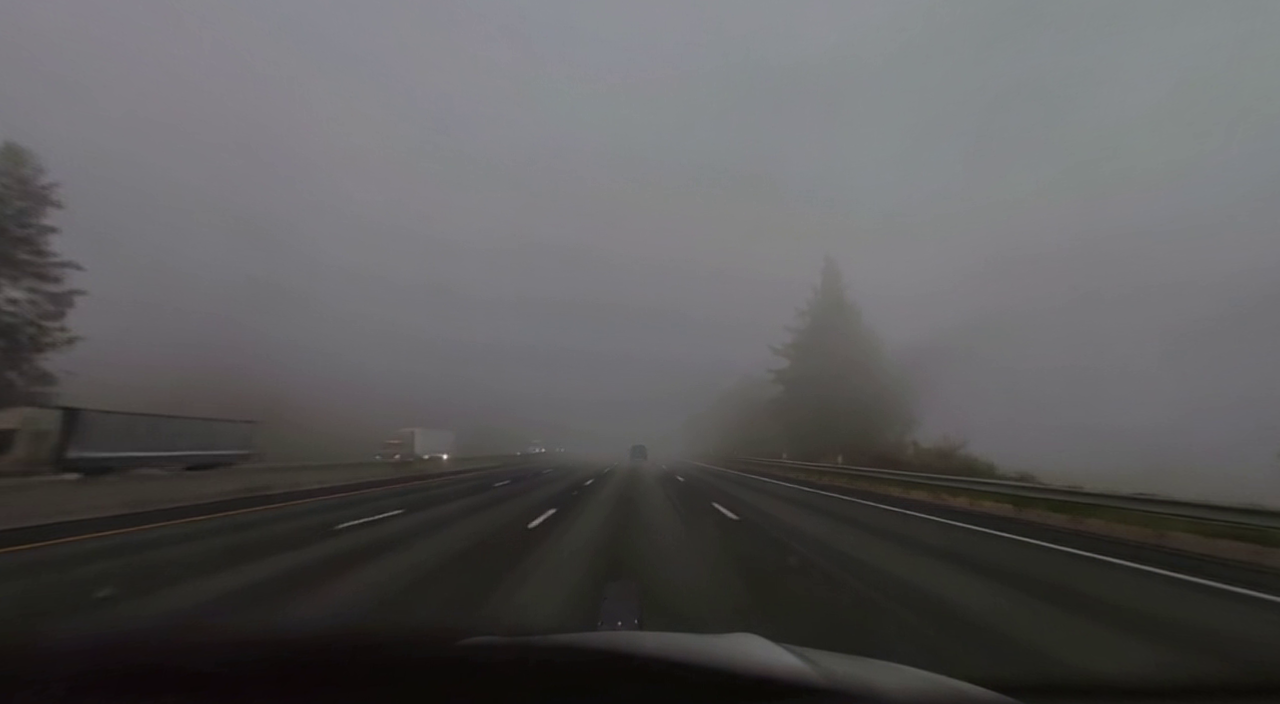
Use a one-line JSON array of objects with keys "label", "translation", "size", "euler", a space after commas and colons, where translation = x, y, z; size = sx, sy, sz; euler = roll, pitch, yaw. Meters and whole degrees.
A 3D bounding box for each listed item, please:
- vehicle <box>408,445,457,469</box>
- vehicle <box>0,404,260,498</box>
[{"label": "vehicle", "translation": [-15.637, 7.906, 47.444], "size": [2.033, 1.695, 4.724], "euler": [-1, -9, 1]}, {"label": "vehicle", "translation": [-26.672, 5.384, 34.463], "size": [2.915, 4.076, 14.027], "euler": [0, -9, -1]}]
